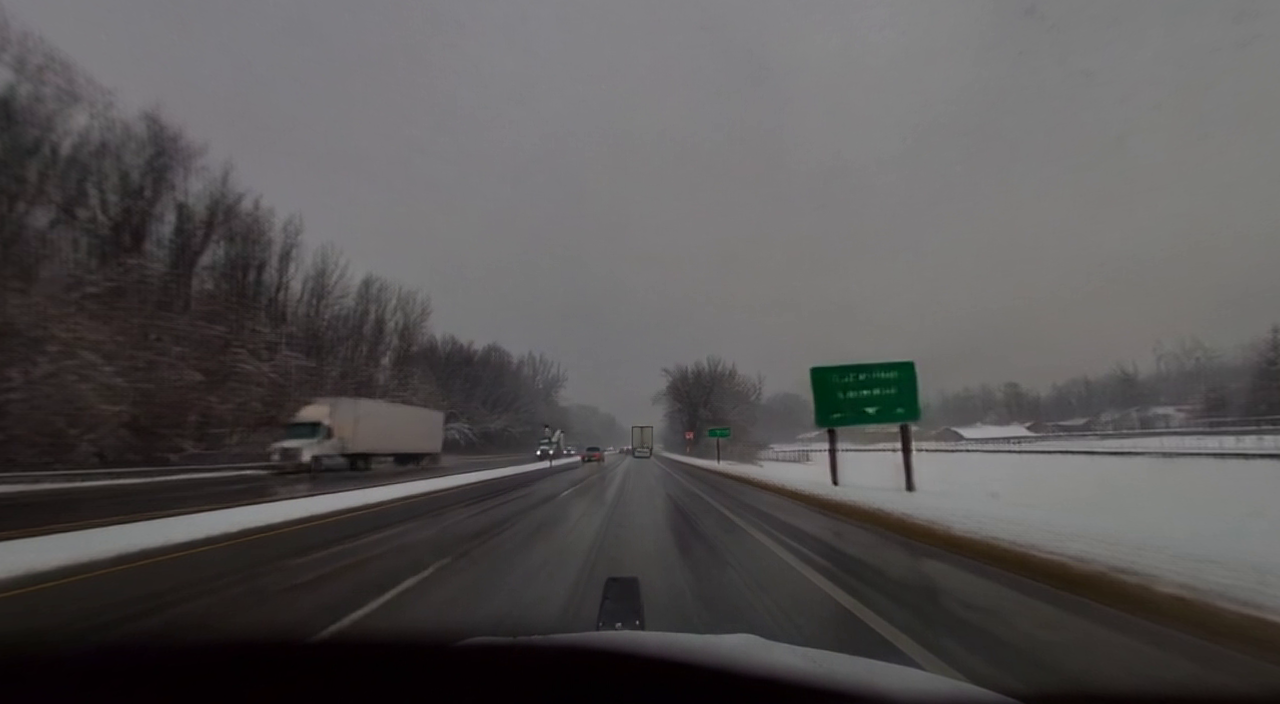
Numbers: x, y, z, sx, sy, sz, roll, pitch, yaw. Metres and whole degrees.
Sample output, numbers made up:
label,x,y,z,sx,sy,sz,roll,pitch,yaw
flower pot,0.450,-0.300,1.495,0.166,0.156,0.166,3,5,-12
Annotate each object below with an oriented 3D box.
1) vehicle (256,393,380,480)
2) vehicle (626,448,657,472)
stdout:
label,x,y,z,sx,sy,sz,roll,pitch,yaw
vehicle,-15.860,4.294,31.678,2.967,3.966,5.856,0,-9,0
vehicle,0.085,6.731,39.483,1.853,1.436,3.438,0,-9,0
